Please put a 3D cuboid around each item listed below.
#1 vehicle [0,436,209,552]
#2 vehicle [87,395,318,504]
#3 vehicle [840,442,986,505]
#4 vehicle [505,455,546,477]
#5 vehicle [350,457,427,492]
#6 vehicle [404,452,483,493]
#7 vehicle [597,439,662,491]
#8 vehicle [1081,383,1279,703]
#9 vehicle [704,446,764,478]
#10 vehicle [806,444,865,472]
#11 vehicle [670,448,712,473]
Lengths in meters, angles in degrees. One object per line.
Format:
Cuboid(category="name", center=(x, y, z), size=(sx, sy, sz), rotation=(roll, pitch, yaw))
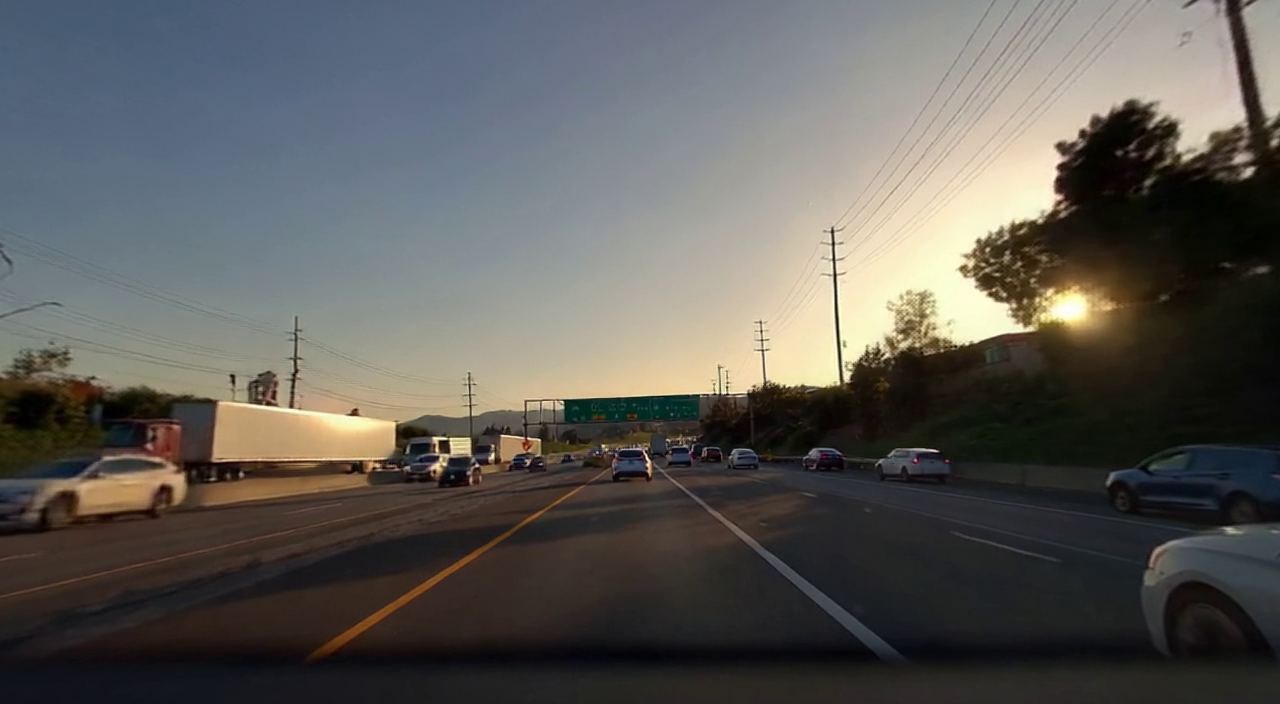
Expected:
Cuboid(category="vehicle", center=(-11.504, 2.706, 12.835), size=(2.113, 1.873, 4.741), rotation=(0, -9, 0))
Cuboid(category="vehicle", center=(-18.337, 4.267, 27.800), size=(3.068, 3.921, 9.552), rotation=(0, -9, 1))
Cuboid(category="vehicle", center=(7.114, 3.183, 17.036), size=(1.958, 1.473, 4.201), rotation=(0, -9, -1))
Cuboid(category="vehicle", center=(-8.251, 8.288, 46.069), size=(2.086, 1.477, 4.438), rotation=(0, -9, 1))
Cuboid(category="vehicle", center=(-11.933, 5.829, 30.289), size=(1.888, 1.455, 4.410), rotation=(0, -9, 0))
Cuboid(category="vehicle", center=(-8.057, 4.944, 26.286), size=(1.931, 1.541, 4.018), rotation=(0, -9, 1))
Cuboid(category="vehicle", center=(-0.407, 4.307, 24.444), size=(2.298, 1.809, 4.359), rotation=(0, -9, -1))
Cuboid(category="vehicle", center=(3.377, 0.757, 1.451), size=(1.967, 1.547, 3.777), rotation=(0, -9, 0))
Cuboid(category="vehicle", center=(4.605, 5.472, 31.586), size=(1.934, 1.461, 4.368), rotation=(1, -9, -6))
Cuboid(category="vehicle", center=(11.102, 6.038, 36.229), size=(1.901, 1.485, 4.483), rotation=(0, -9, -1))
Cuboid(category="vehicle", center=(3.124, 6.744, 39.471), size=(2.115, 1.481, 3.968), rotation=(0, -9, -2))
